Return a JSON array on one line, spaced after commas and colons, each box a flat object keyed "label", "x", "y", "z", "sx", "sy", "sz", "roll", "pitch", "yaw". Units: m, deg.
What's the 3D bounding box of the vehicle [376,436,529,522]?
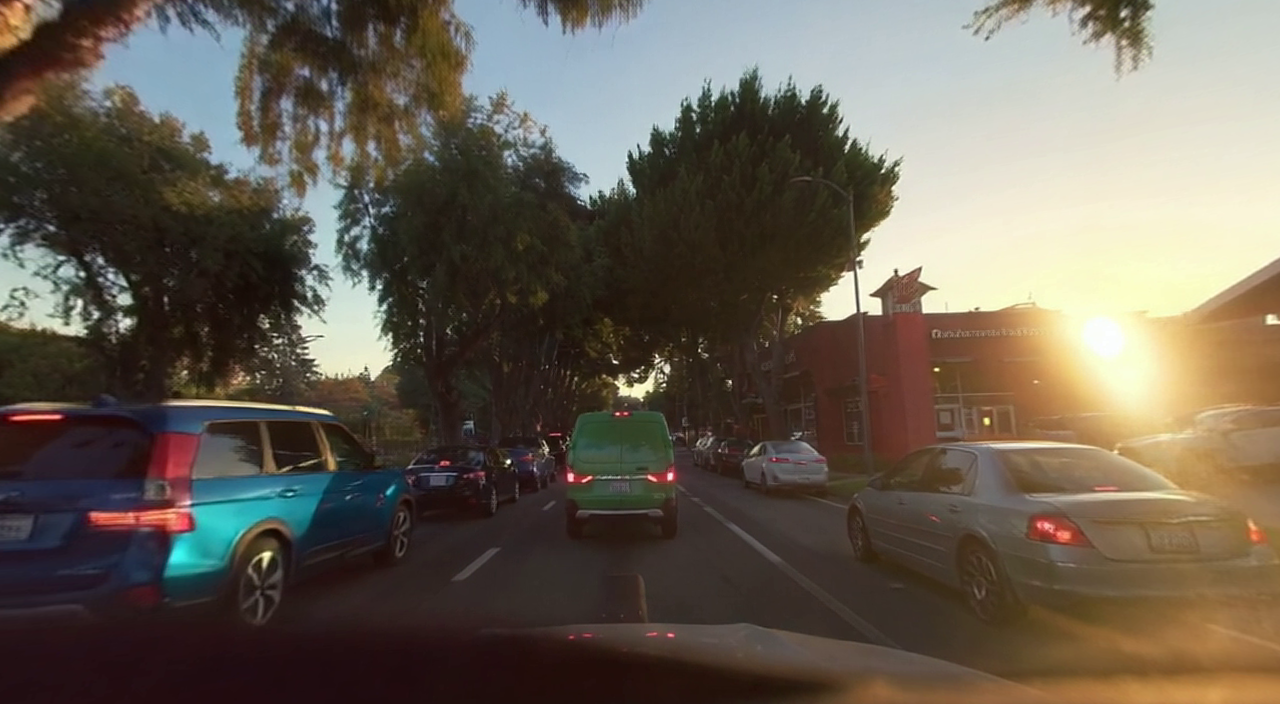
[{"label": "vehicle", "x": -3.567, "y": 2.480, "z": 12.909, "sx": 1.849, "sy": 1.451, "sz": 4.218, "roll": 0, "pitch": -9, "yaw": -1}]

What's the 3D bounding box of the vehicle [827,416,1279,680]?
[{"label": "vehicle", "x": 3.378, "y": 1.440, "z": 5.826, "sx": 1.900, "sy": 1.477, "sz": 4.352, "roll": 0, "pitch": -9, "yaw": -1}]

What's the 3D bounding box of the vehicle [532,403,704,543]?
[{"label": "vehicle", "x": -0.326, "y": 1.899, "z": 10.441, "sx": 2.238, "sy": 1.825, "sz": 4.190, "roll": 0, "pitch": -9, "yaw": -1}]

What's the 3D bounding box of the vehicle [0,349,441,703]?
[{"label": "vehicle", "x": -3.628, "y": 1.229, "z": 5.567, "sx": 2.231, "sy": 1.853, "sz": 4.461, "roll": 0, "pitch": -9, "yaw": 0}]

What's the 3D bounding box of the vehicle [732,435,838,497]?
[{"label": "vehicle", "x": 3.896, "y": 3.135, "z": 17.762, "sx": 1.875, "sy": 1.521, "sz": 4.192, "roll": 0, "pitch": -9, "yaw": -1}]
